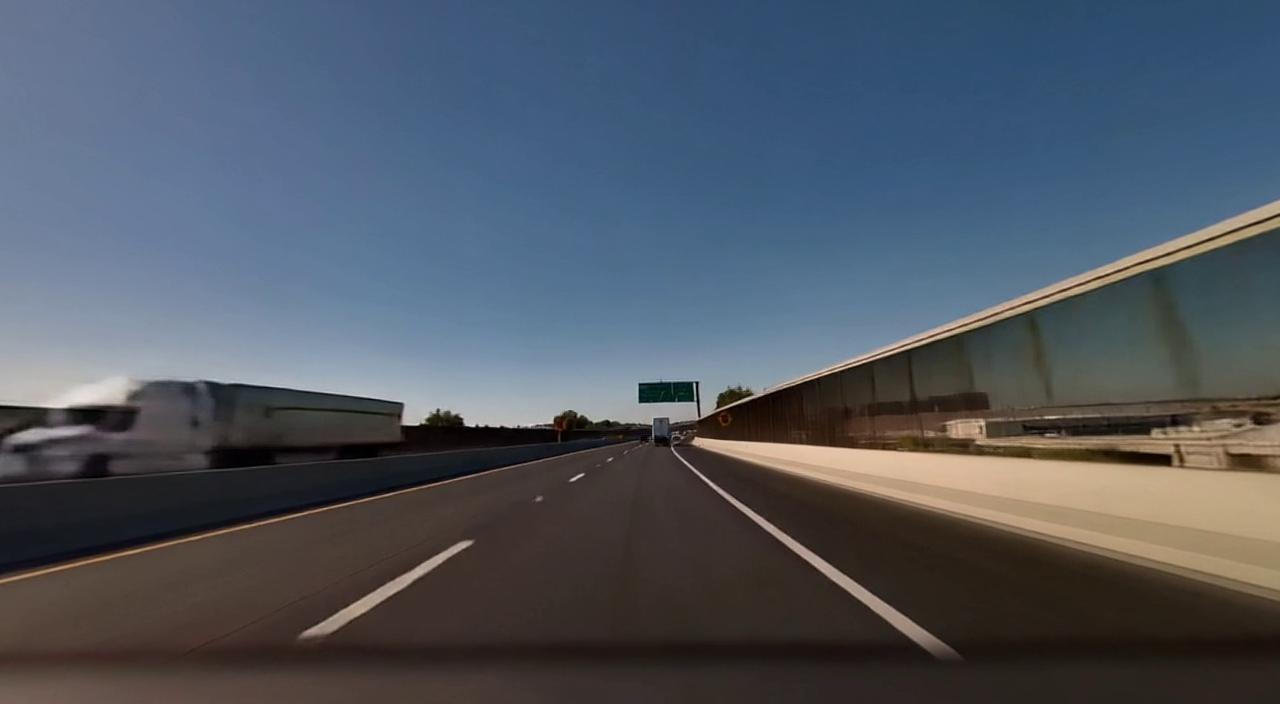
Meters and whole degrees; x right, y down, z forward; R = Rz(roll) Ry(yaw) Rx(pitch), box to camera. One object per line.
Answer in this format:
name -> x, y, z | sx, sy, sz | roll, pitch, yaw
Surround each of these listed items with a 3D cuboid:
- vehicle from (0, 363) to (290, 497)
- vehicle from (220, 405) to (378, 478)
vehicle -> -17.047, 2.862, 22.773 | 3.080, 3.801, 9.455 | 0, -8, 1
vehicle -> -16.830, 4.513, 32.061 | 2.818, 3.168, 8.954 | 0, -8, 2
